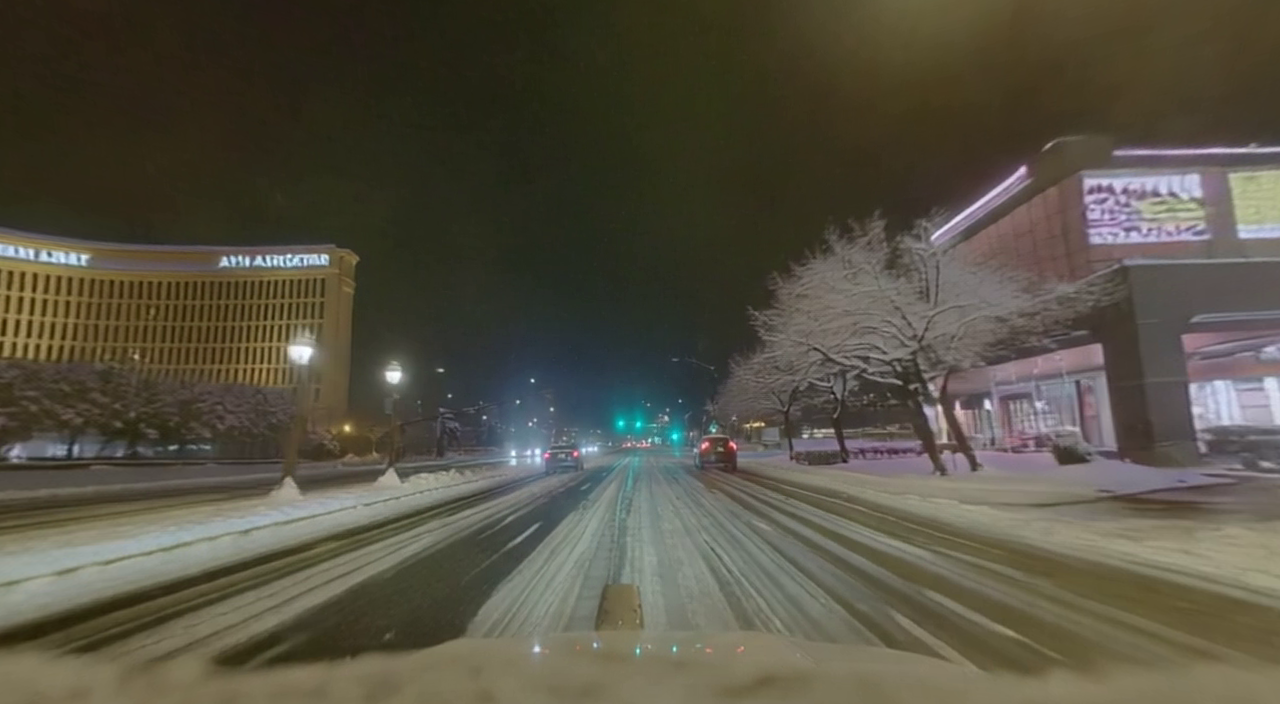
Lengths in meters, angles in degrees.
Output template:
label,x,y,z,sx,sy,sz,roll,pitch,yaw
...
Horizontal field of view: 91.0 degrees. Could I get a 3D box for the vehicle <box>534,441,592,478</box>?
label,x,y,z,sx,sy,sz,roll,pitch,yaw
vehicle,-3.293,4.673,27.752,2.005,1.477,4.169,0,-8,0

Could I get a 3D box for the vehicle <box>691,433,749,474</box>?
label,x,y,z,sx,sy,sz,roll,pitch,yaw
vehicle,3.643,4.736,29.558,2.083,1.743,4.354,0,-8,-1
